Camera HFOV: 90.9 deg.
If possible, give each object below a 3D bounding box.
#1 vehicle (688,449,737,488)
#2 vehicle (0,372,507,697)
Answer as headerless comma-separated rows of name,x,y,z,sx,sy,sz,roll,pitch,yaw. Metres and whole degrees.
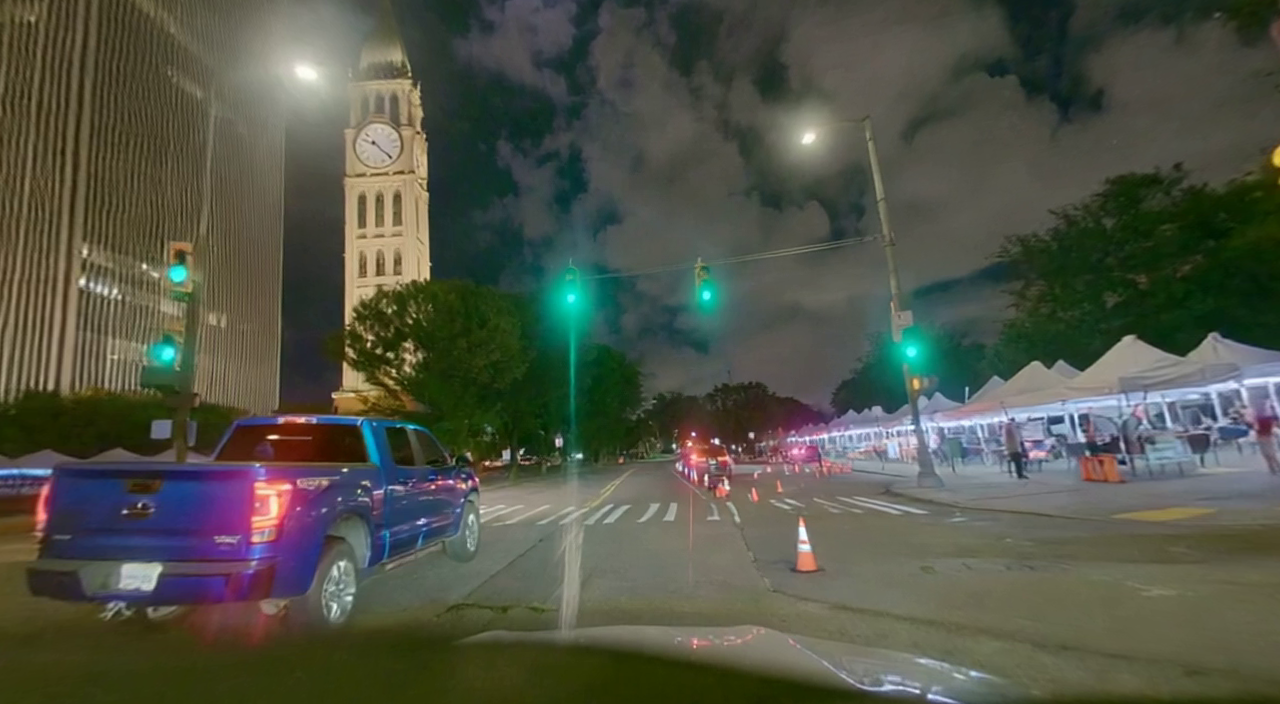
vehicle,3.322,5.283,28.884,2.023,1.607,4.225,-2,-9,7
vehicle,-3.311,1.538,6.741,2.452,1.954,5.653,-1,-9,1
